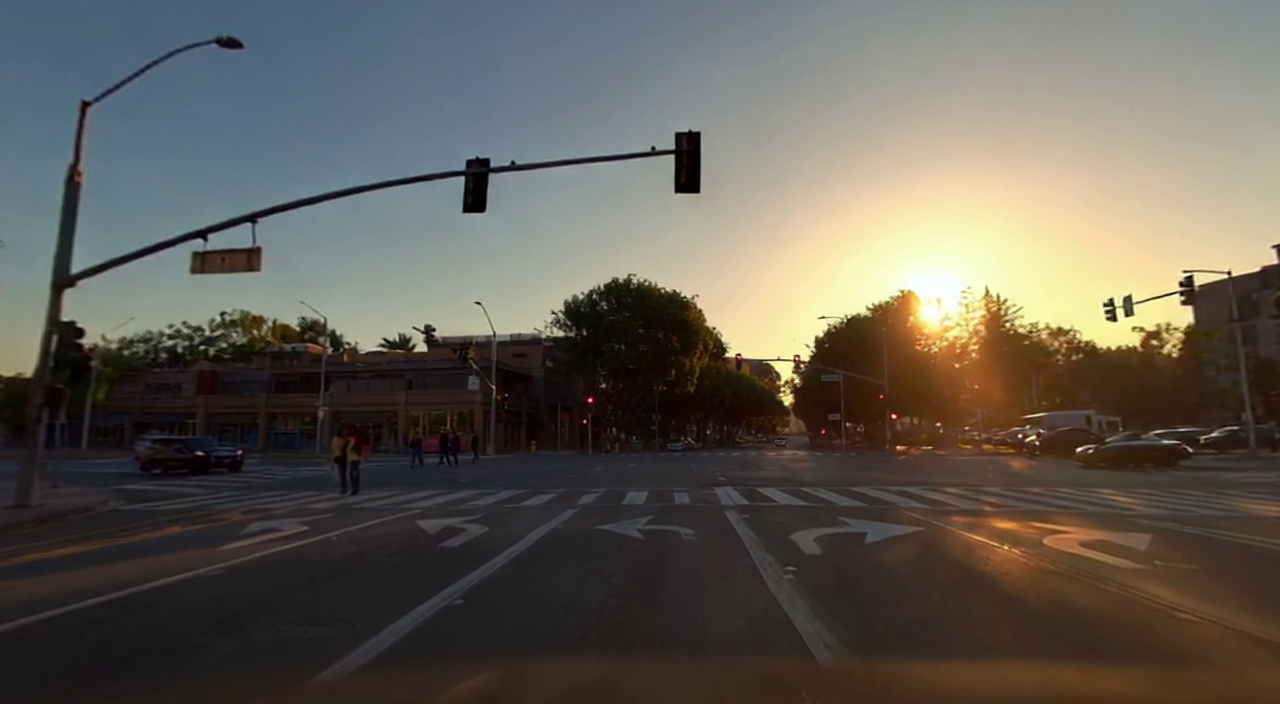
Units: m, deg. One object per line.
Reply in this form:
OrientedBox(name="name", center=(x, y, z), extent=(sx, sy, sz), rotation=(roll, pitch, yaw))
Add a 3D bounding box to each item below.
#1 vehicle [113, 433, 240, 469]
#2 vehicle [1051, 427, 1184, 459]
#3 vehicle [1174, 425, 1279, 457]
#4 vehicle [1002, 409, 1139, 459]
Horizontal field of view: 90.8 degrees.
OrientedBox(name="vehicle", center=(-20.242, 4.354, 27.701), extent=(4.265, 1.493, 1.871), rotation=(-1, -9, 8))
OrientedBox(name="vehicle", center=(22.992, 4.435, 30.600), extent=(4.740, 1.464, 1.876), rotation=(-1, -9, 6))
OrientedBox(name="vehicle", center=(33.415, 5.012, 35.418), extent=(4.896, 1.729, 1.952), rotation=(-1, -9, 7))
OrientedBox(name="vehicle", center=(24.941, 4.833, 36.860), extent=(5.855, 2.746, 2.523), rotation=(-1, -9, 7))
